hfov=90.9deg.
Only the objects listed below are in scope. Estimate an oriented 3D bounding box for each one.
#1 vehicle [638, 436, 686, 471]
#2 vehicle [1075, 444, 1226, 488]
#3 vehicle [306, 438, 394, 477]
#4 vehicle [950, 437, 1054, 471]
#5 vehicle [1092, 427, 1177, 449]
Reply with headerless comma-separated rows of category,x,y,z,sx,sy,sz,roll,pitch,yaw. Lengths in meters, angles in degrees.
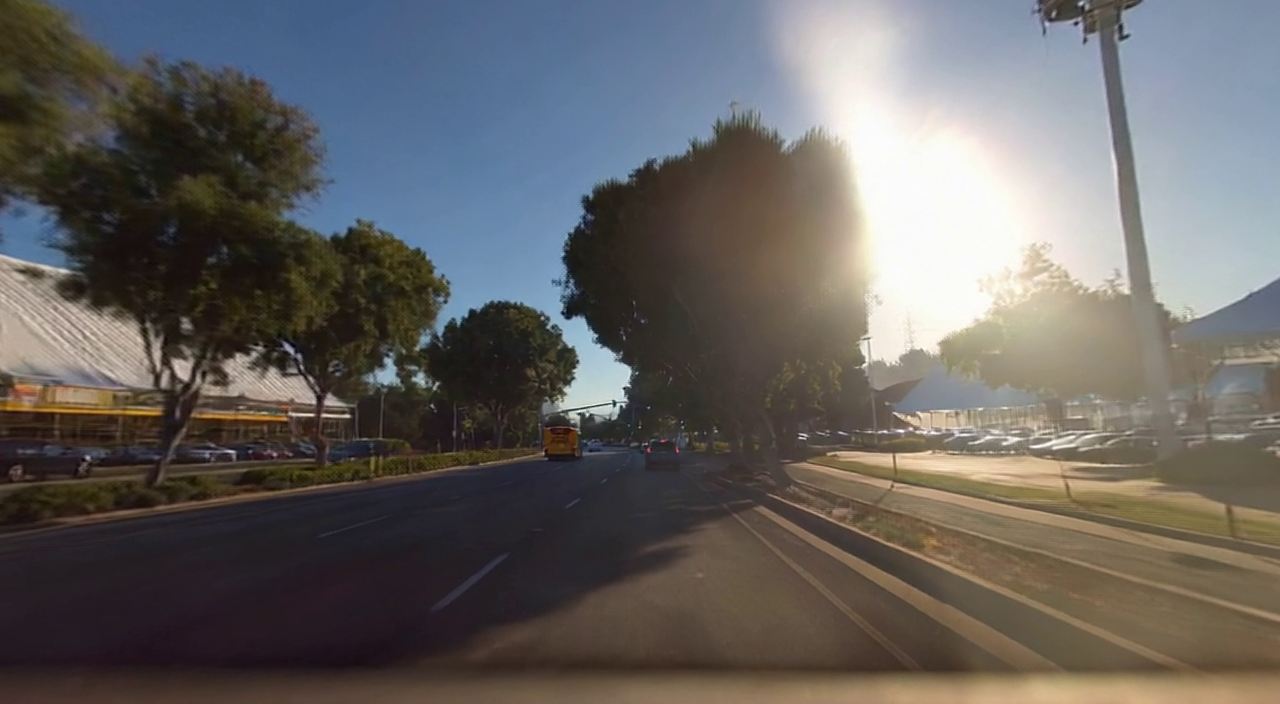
vehicle,0.957,4.824,30.100,2.123,1.498,4.226,0,-9,0
vehicle,19.002,4.232,23.843,1.849,1.466,4.831,-1,-9,3
vehicle,-14.108,5.138,31.017,2.126,1.742,4.517,0,-9,1
vehicle,19.435,5.530,34.276,2.229,1.661,5.991,0,-9,1
vehicle,33.665,5.871,43.011,4.215,1.462,1.883,0,-9,-1
